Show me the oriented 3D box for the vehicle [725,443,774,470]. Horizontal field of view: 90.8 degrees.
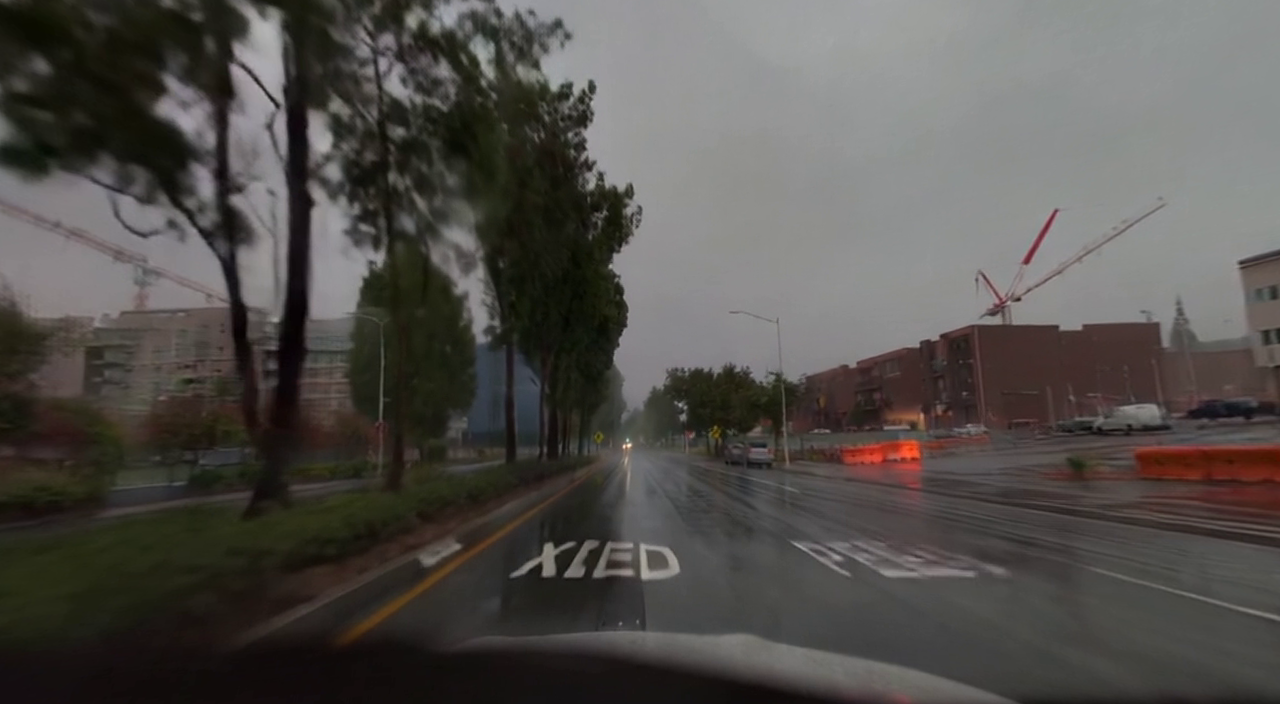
[{"bbox_3d":[6.794,6.545,39.685,1.986,1.498,5.099,2,-9,-2],"label":"vehicle"}]
